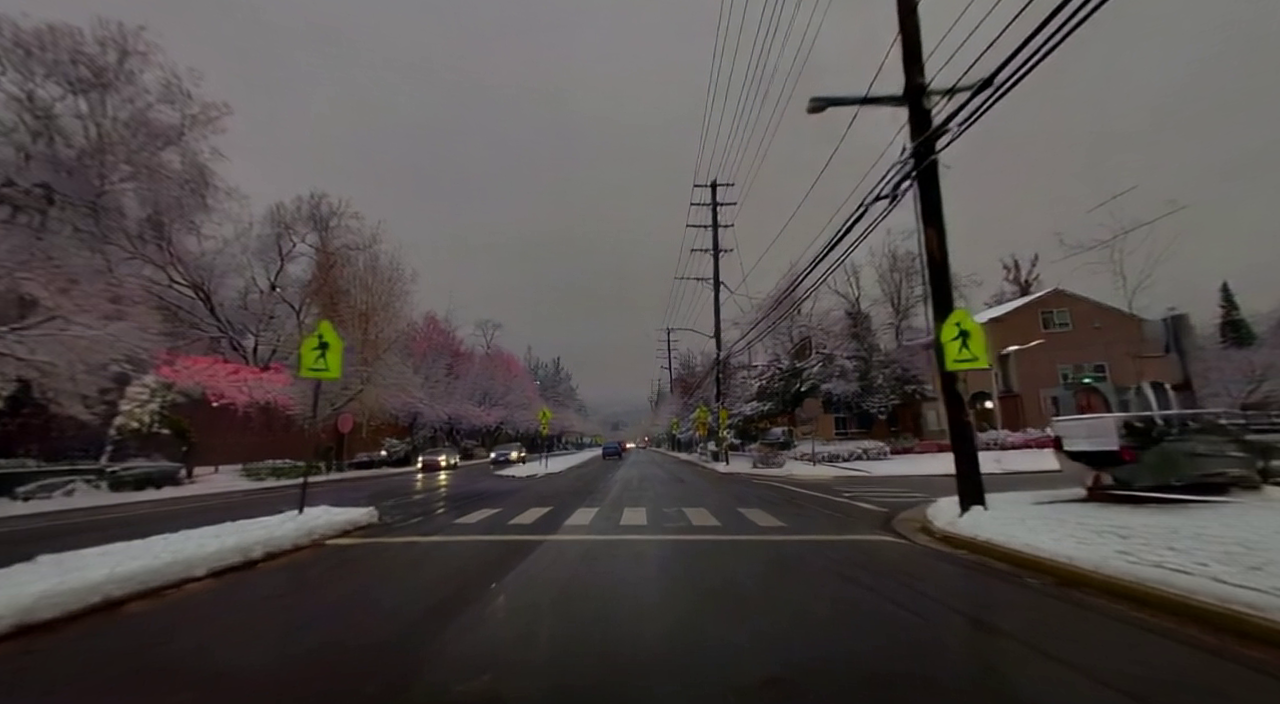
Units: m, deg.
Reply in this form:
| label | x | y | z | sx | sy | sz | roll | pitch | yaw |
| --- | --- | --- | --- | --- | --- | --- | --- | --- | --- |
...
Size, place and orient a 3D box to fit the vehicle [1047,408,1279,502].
| label | x | y | z | sx | sy | sz | roll | pitch | yaw |
| --- | --- | --- | --- | --- | --- | --- | --- | --- | --- |
| vehicle | 12.369 | 2.229 | 13.891 | 5.666 | 1.815 | 2.137 | 2 | -9 | -12 |

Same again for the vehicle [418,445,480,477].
| label | x | y | z | sx | sy | sz | roll | pitch | yaw |
| --- | --- | --- | --- | --- | --- | --- | --- | --- | --- |
| vehicle | -10.638 | 6.061 | 35.471 | 1.993 | 1.661 | 4.756 | 0 | -9 | 0 |
